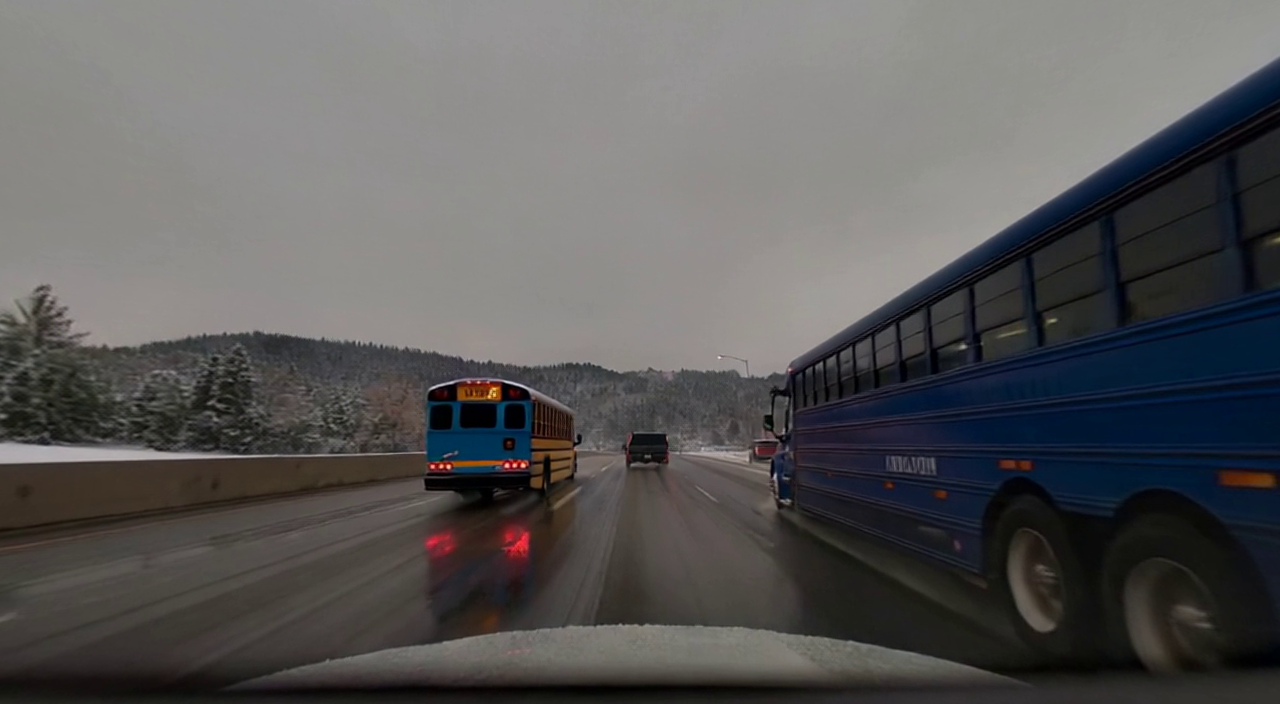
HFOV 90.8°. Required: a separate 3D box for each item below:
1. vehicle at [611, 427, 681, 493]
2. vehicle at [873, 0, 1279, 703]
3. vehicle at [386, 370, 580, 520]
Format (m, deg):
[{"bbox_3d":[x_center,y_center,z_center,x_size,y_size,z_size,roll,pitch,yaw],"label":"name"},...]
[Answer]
[{"bbox_3d":[0.145,3.500,20.758,2.037,1.929,4.343,0,-8,-1],"label":"vehicle"},{"bbox_3d":[4.160,0.039,3.657,3.050,3.810,6.889,0,-8,2],"label":"vehicle"},{"bbox_3d":[-3.539,2.456,16.805,2.947,3.009,7.991,0,-8,1],"label":"vehicle"}]
